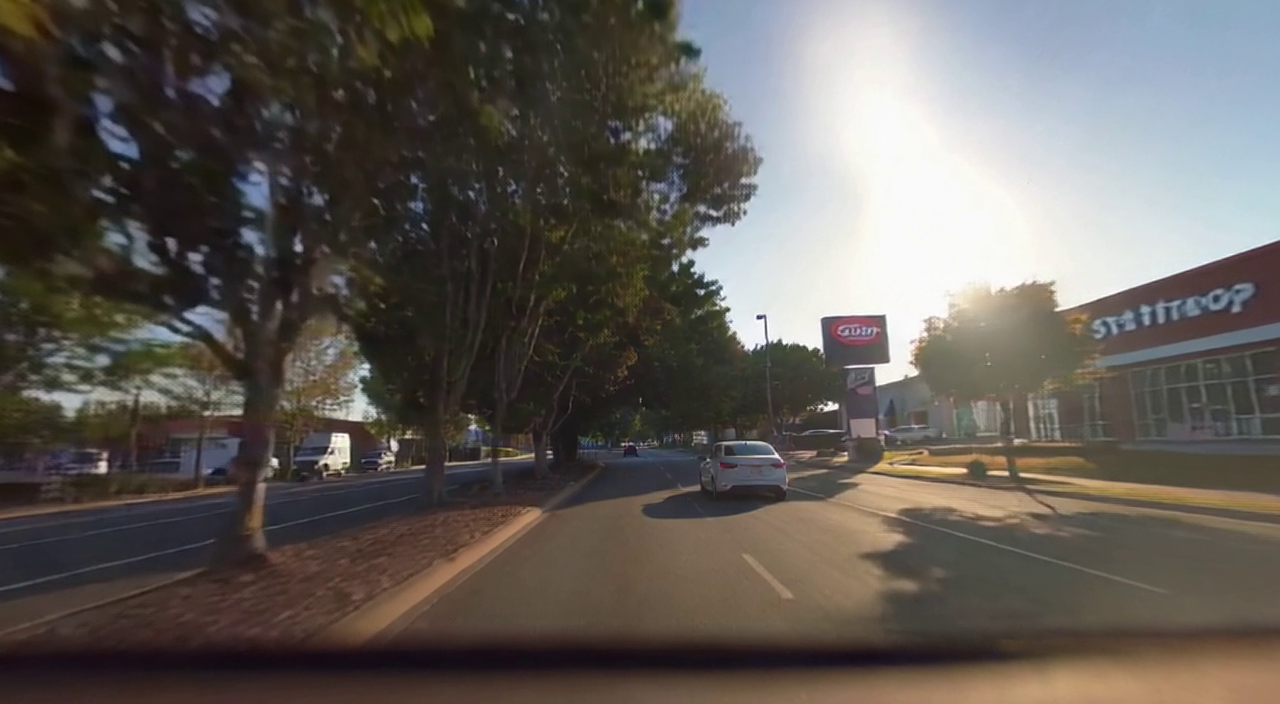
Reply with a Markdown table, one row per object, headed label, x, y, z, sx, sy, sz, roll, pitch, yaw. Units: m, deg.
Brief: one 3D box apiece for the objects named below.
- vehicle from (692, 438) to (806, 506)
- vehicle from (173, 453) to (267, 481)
| label | x | y | z | sx | sy | sz | roll | pitch | yaw |
| --- | --- | --- | --- | --- | --- | --- | --- | --- | --- |
| vehicle | 2.572 | 2.954 | 15.999 | 2.015 | 1.479 | 4.444 | 0 | -8 | -1 |
| vehicle | -28.214 | 7.727 | 42.488 | 5.029 | 1.760 | 2.153 | 5 | -10 | -30 |
